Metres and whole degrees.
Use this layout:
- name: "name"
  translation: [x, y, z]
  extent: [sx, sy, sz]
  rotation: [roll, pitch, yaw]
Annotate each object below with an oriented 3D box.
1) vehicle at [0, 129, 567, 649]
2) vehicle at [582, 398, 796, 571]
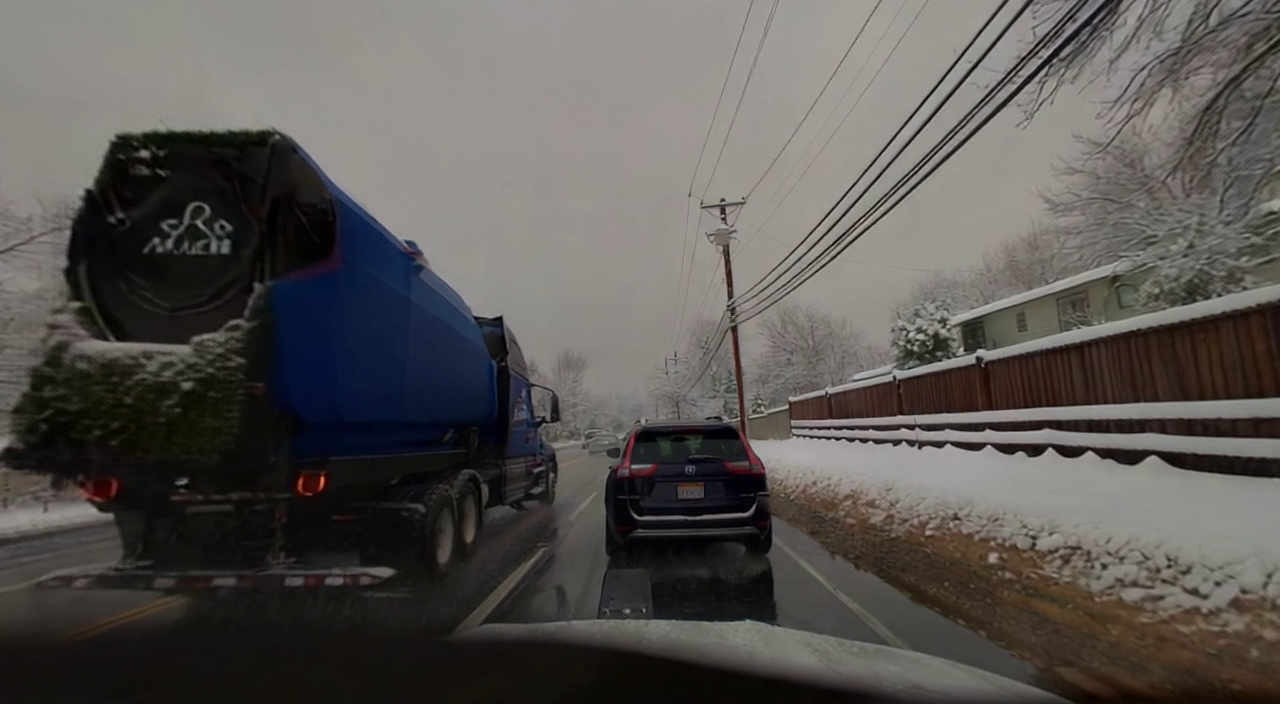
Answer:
- name: "vehicle"
  translation: [-3.097, 0.820, 8.889]
  extent: [2.928, 3.658, 8.980]
  rotation: [0, -9, 1]
- name: "vehicle"
  translation: [0.464, 1.657, 8.551]
  extent: [2.174, 1.749, 4.113]
  rotation: [0, -9, -1]
